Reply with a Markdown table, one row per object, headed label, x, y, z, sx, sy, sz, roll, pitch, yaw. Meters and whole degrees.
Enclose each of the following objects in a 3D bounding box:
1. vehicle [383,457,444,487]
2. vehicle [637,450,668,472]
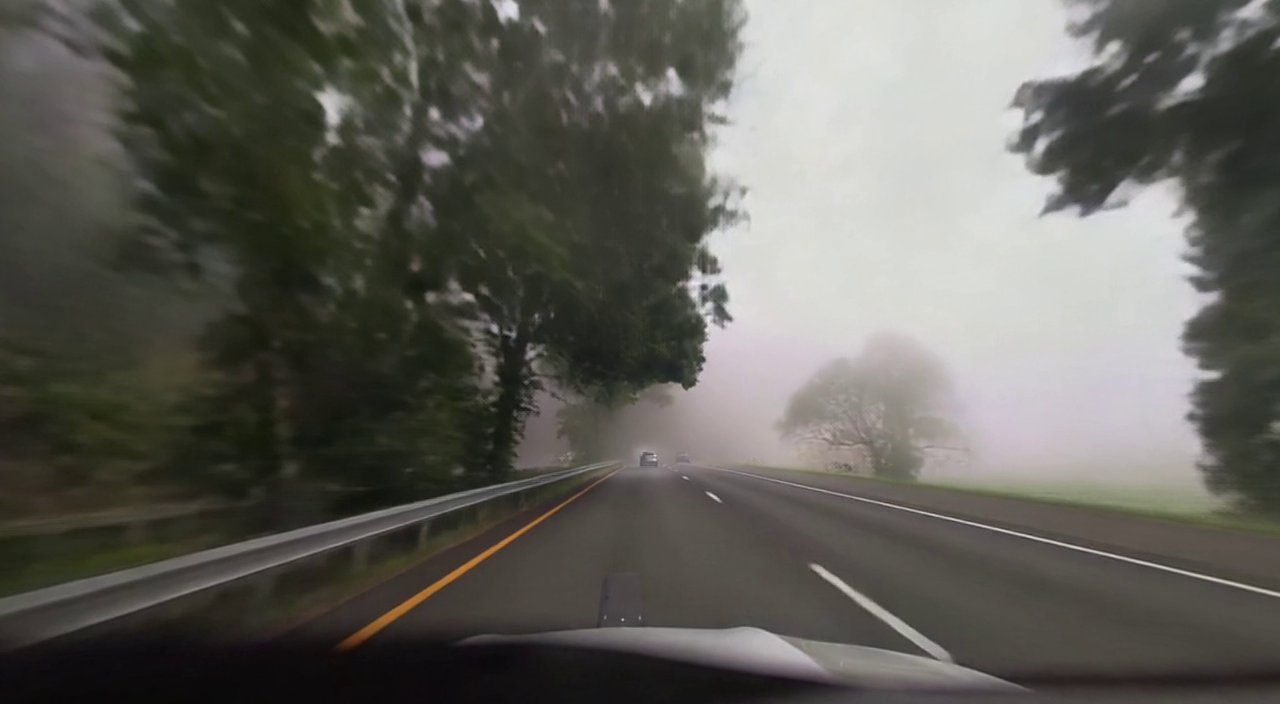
| label | x | y | z | sx | sy | sz | roll | pitch | yaw |
| --- | --- | --- | --- | --- | --- | --- | --- | --- | --- |
| vehicle | -12.460 | 6.612 | 34.972 | 1.847 | 1.472 | 4.038 | 0 | -9 | 1 |
| vehicle | 0.891 | 8.014 | 46.388 | 2.162 | 1.492 | 3.975 | 0 | -9 | 0 |
